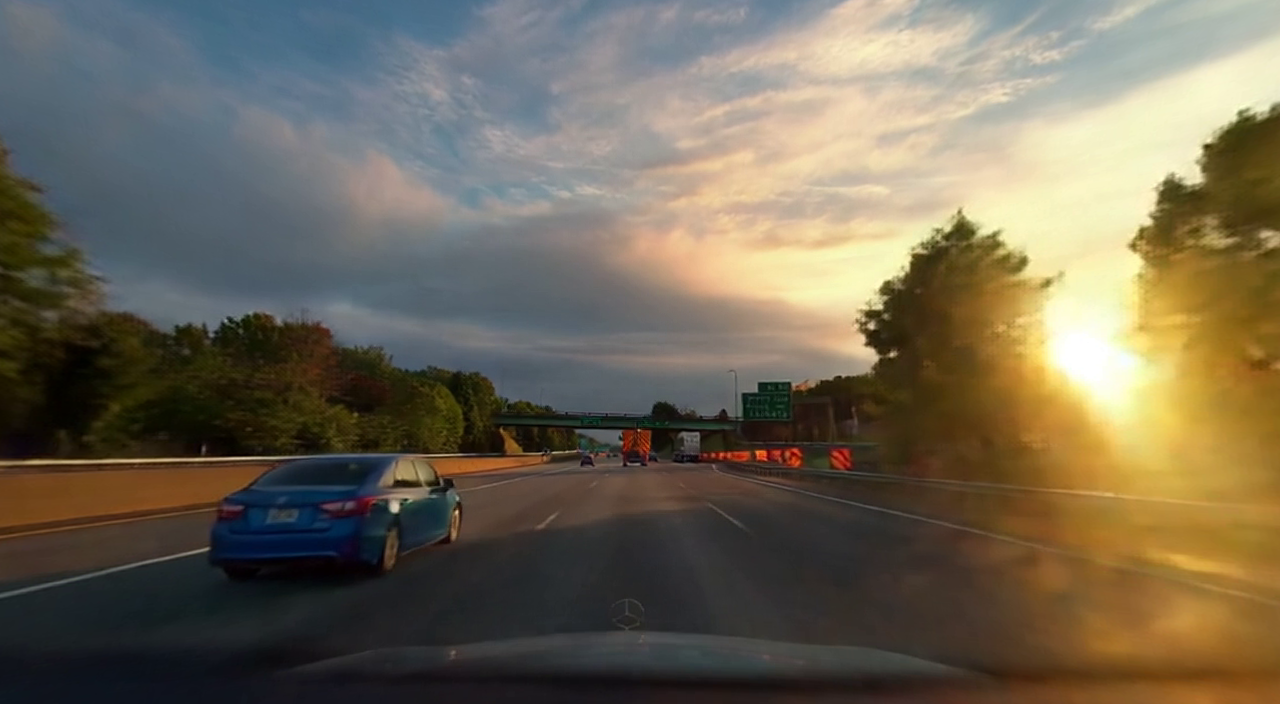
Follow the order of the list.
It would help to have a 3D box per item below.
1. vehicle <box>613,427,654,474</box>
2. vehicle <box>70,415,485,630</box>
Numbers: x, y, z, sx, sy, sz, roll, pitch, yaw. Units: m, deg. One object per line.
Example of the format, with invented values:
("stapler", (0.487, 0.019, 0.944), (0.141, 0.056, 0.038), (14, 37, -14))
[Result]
("vehicle", (-0.563, 6.966, 44.800), (2.672, 3.056, 6.900), (0, -9, -2))
("vehicle", (-3.327, 1.641, 7.048), (2.088, 1.643, 4.215), (0, -9, 0))
